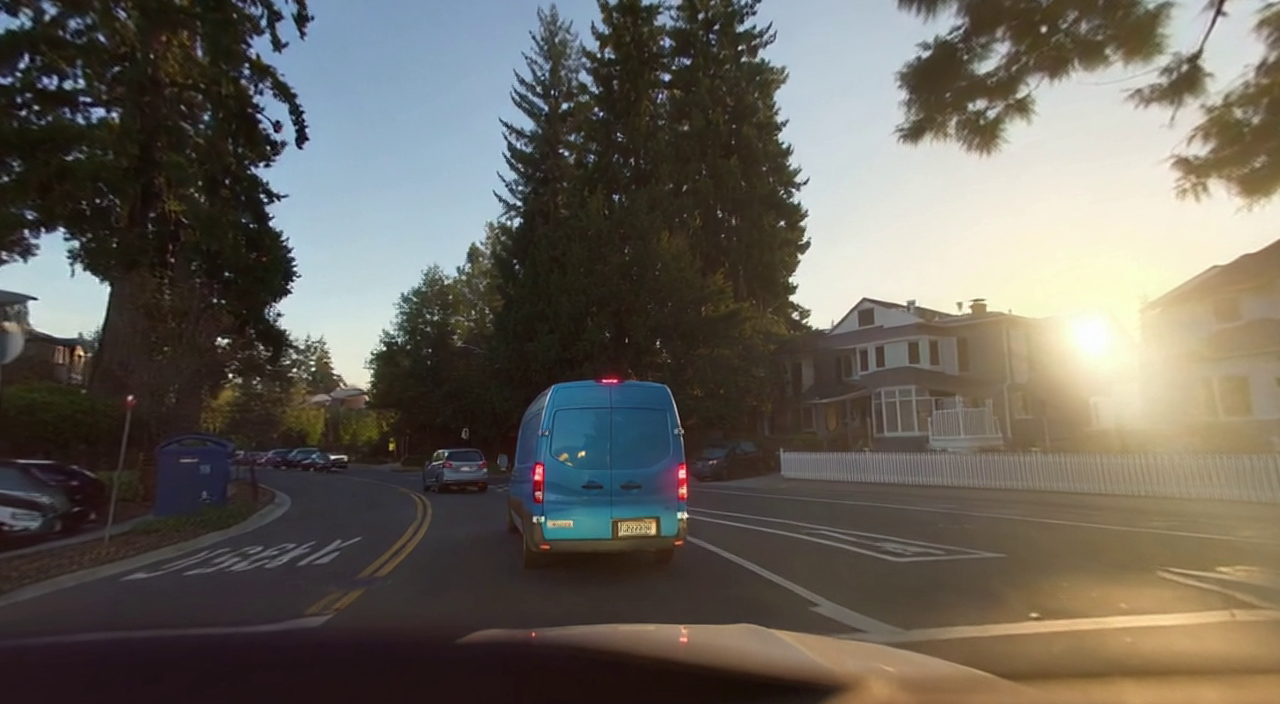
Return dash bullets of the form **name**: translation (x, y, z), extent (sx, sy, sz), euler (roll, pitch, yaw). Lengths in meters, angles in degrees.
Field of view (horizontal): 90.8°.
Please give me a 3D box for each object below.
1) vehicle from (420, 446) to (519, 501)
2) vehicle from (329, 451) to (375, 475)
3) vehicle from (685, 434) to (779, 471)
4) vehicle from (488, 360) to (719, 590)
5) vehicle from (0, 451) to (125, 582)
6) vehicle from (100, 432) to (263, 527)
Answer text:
- **vehicle**: translation (-5.279, 3.579, 19.159), extent (2.008, 1.445, 4.386), euler (4, -10, -27)
- **vehicle**: translation (-19.084, 7.276, 41.713), extent (1.911, 1.493, 4.291), euler (6, -10, -35)
- **vehicle**: translation (4.709, 5.099, 32.132), extent (4.559, 1.754, 1.985), euler (6, -10, -35)
- **vehicle**: translation (-0.866, 1.518, 8.517), extent (2.213, 2.124, 4.809), euler (2, -9, -14)
- **vehicle**: translation (-8.200, 1.851, 7.001), extent (1.952, 1.461, 4.377), euler (2, -9, -12)
- **vehicle**: translation (-10.953, 2.987, 15.623), extent (2.228, 1.871, 5.492), euler (4, -10, -26)
